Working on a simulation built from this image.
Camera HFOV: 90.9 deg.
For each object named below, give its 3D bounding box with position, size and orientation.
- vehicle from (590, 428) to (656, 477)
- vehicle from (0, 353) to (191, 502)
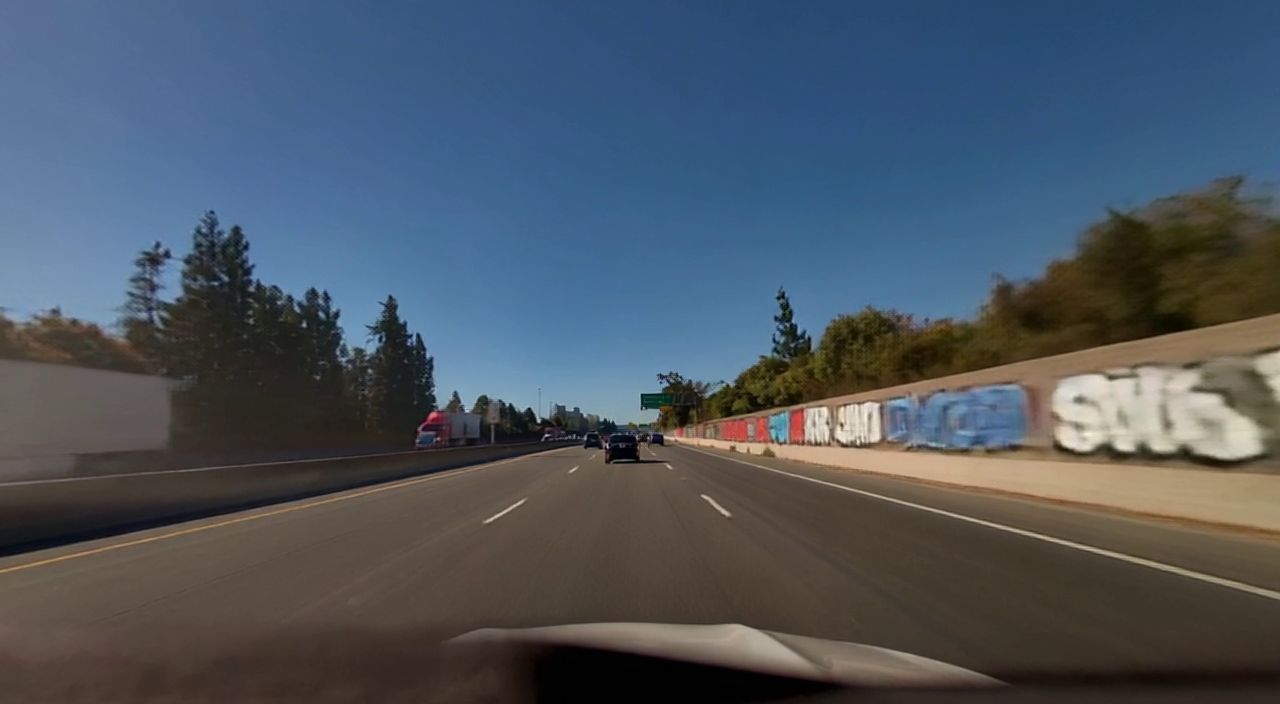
[{"bbox_3d":[-0.559,3.364,21.334,2.044,1.477,3.693,0,-8,-1],"label":"vehicle"},{"bbox_3d":[-21.074,2.207,18.524,3.230,4.506,17.563,0,-7,-1],"label":"vehicle"}]
